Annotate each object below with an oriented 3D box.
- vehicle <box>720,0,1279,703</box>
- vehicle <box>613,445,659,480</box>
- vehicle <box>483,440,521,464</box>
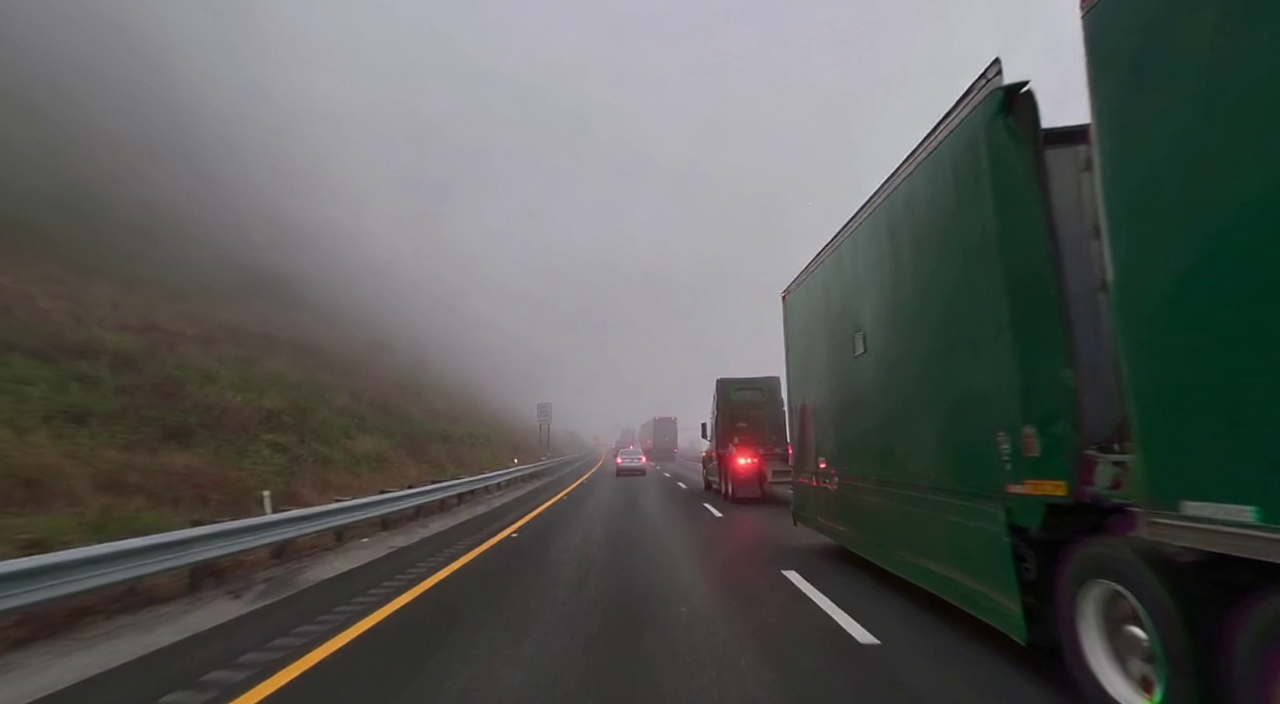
[{"bbox_3d":[3.567,0.788,9.621,2.874,4.065,14.243,0,-9,0],"label":"vehicle"},{"bbox_3d":[-0.181,4.950,28.441,1.927,1.437,3.794,0,-9,0],"label":"vehicle"},{"bbox_3d":[-9.539,6.954,43.916,1.806,1.550,4.127,0,-9,-1],"label":"vehicle"}]
